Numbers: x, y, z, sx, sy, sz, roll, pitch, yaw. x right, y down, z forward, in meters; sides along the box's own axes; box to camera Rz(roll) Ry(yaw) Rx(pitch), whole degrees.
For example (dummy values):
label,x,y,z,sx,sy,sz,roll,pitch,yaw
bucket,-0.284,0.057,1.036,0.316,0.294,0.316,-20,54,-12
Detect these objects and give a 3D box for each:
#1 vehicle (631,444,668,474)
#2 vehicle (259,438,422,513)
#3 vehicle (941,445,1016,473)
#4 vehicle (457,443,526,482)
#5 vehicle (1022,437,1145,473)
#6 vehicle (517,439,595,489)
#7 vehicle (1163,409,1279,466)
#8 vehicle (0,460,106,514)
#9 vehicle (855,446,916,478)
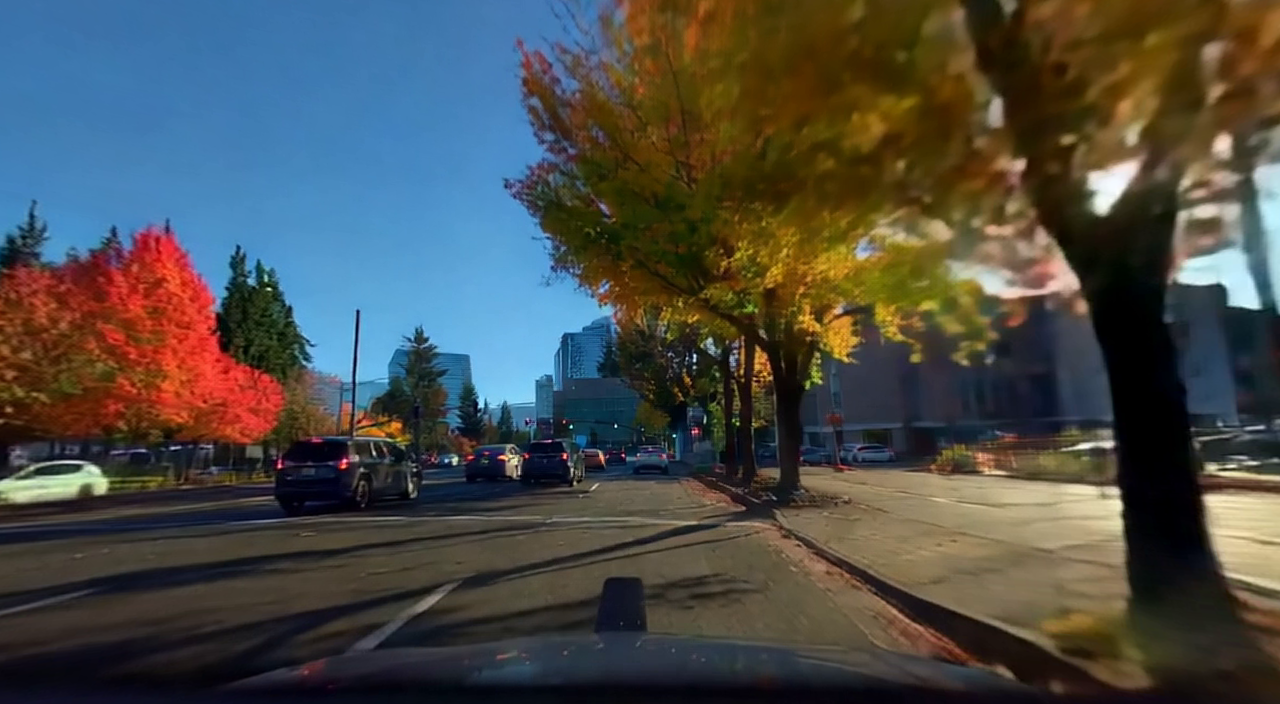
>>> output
label,x,y,z,sx,sy,sz,roll,pitch,yaw
vehicle,0.580,6.560,38.673,2.144,1.704,4.028,0,-9,0
vehicle,-7.288,3.020,15.922,1.932,1.596,4.247,0,-9,1
vehicle,20.105,6.350,37.648,1.938,1.490,4.750,0,-9,2
vehicle,-7.075,5.290,30.512,2.069,1.719,4.441,0,-9,2
vehicle,20.280,4.727,29.077,1.899,1.521,4.410,2,-9,-13
vehicle,-2.994,4.125,23.518,2.165,1.663,4.513,0,-9,2
vehicle,25.428,3.435,25.578,5.755,2.030,2.287,-6,-11,17
vehicle,-20.038,4.247,20.003,1.852,1.507,4.791,0,-9,1
vehicle,14.250,6.369,36.817,1.963,1.703,4.447,0,-9,3
